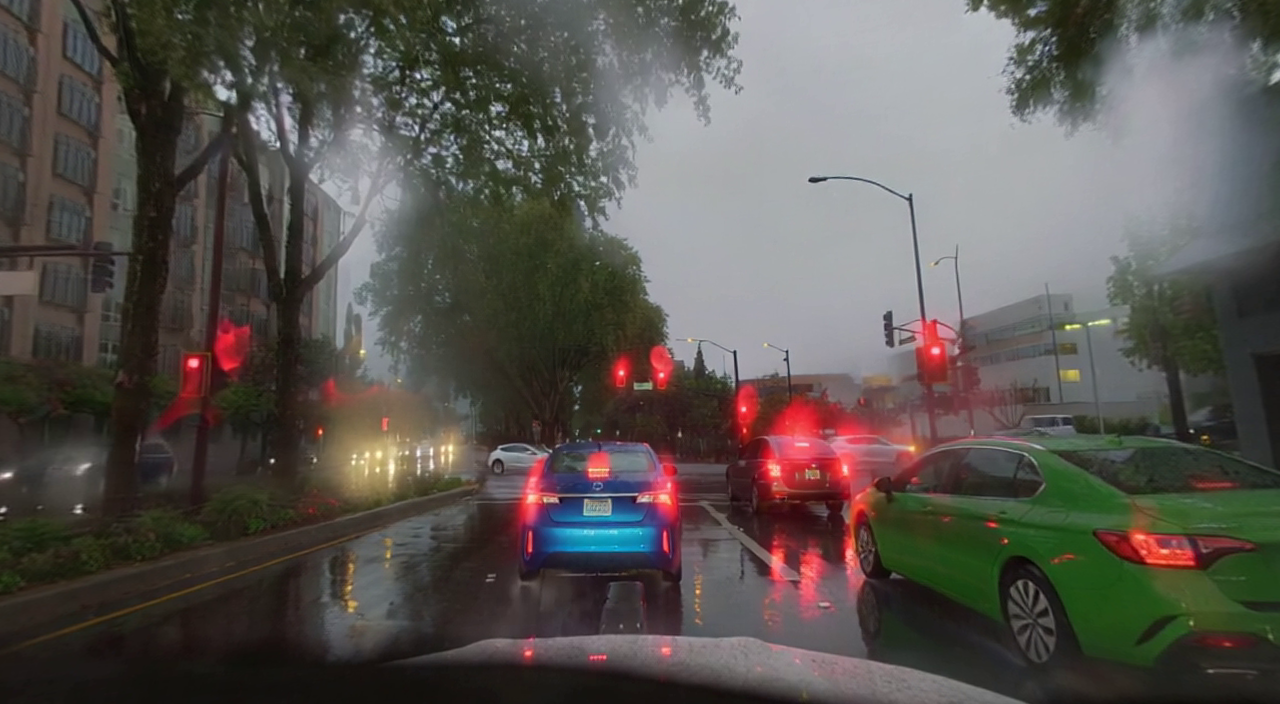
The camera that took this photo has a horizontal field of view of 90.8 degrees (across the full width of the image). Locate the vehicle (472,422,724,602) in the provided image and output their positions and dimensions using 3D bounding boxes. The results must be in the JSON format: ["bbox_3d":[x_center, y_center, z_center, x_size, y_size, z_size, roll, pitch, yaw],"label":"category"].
[{"bbox_3d":[-0.373,1.652,7.384,2.143,1.520,3.848,0,-8,0],"label":"vehicle"}]

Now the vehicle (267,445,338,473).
[{"bbox_3d":[-21.606,6.832,40.641,1.935,1.701,4.590,0,-8,1],"label":"vehicle"}]

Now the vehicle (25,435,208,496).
[{"bbox_3d":[-17.990,3.904,22.145,2.295,1.858,4.748,0,-8,0],"label":"vehicle"}]

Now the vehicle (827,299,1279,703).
[{"bbox_3d":[3.580,1.106,5.058,2.572,1.945,5.065,0,-8,0],"label":"vehicle"}]

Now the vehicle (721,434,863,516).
[{"bbox_3d":[3.175,2.672,14.299,2.026,1.549,4.559,0,-8,-1],"label":"vehicle"}]

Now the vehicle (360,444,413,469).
[{"bbox_3d":[-17.953,7.368,44.889,1.976,1.667,4.274,0,-8,0],"label":"vehicle"}]
